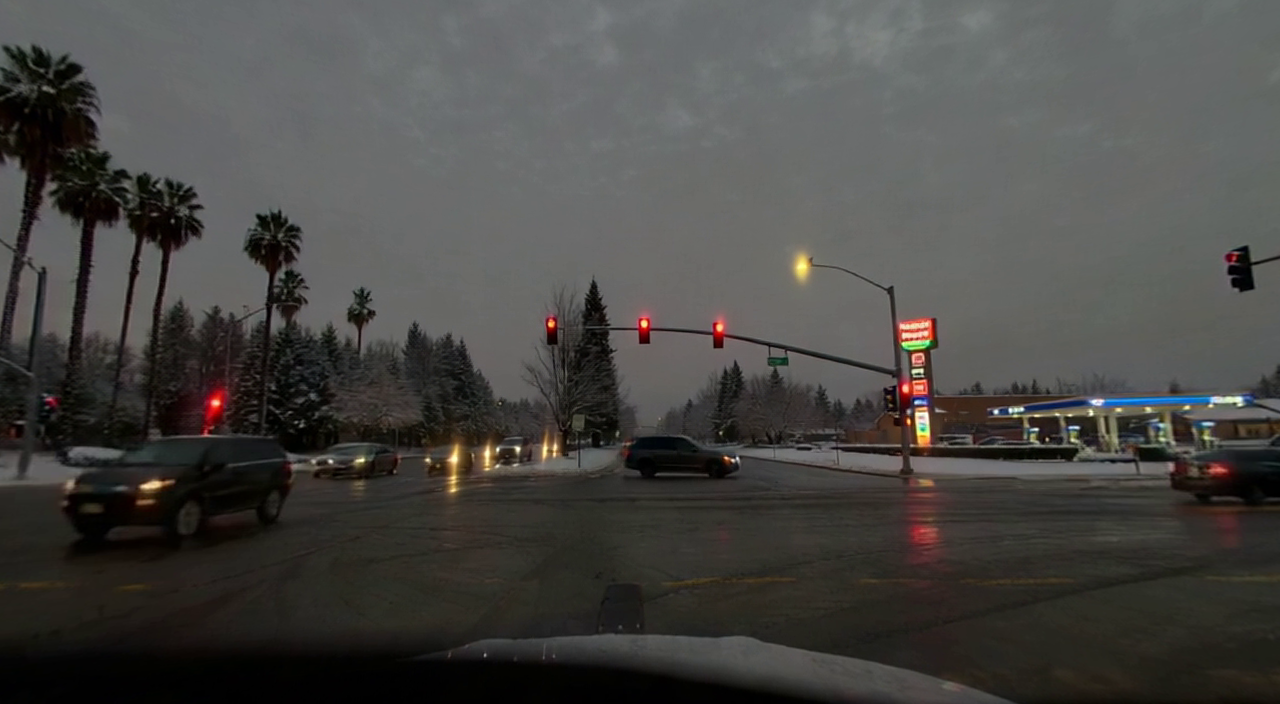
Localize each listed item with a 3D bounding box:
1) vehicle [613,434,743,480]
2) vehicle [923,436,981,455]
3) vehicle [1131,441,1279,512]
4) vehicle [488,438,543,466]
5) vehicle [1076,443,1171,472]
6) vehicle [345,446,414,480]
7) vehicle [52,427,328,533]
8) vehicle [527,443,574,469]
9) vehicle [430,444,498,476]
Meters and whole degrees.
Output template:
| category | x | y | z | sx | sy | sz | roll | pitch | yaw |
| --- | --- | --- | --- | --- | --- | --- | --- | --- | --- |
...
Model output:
| category | x | y | z | sx | sy | sz | roll | pitch | yaw |
| --- | --- | --- | --- | --- | --- | --- | --- | --- | --- |
| vehicle | 1.494 | 4.122 | 24.899 | 4.892 | 1.719 | 1.929 | -1 | -9 | 5 |
| vehicle | 22.529 | 6.760 | 45.662 | 3.356 | 1.395 | 1.559 | 0 | -9 | -1 |
| vehicle | 14.194 | 2.751 | 14.165 | 4.579 | 1.464 | 1.983 | 0 | -9 | 3 |
| vehicle | -8.738 | 7.101 | 44.993 | 2.609 | 1.865 | 5.875 | 0 | -9 | 1 |
| vehicle | 24.253 | 5.296 | 31.740 | 3.474 | 1.376 | 1.538 | 0 | -9 | -2 |
| vehicle | -11.972 | 5.099 | 29.247 | 1.633 | 1.460 | 3.540 | 0 | -9 | 0 |
| vehicle | -8.446 | 2.418 | 12.577 | 2.124 | 1.701 | 4.551 | 0 | -9 | 0 |
| vehicle | -5.398 | 6.337 | 38.713 | 2.079 | 1.490 | 5.064 | 0 | -9 | 1 |
| vehicle | -8.751 | 5.421 | 31.927 | 2.034 | 1.510 | 4.647 | 0 | -9 | 1 |
